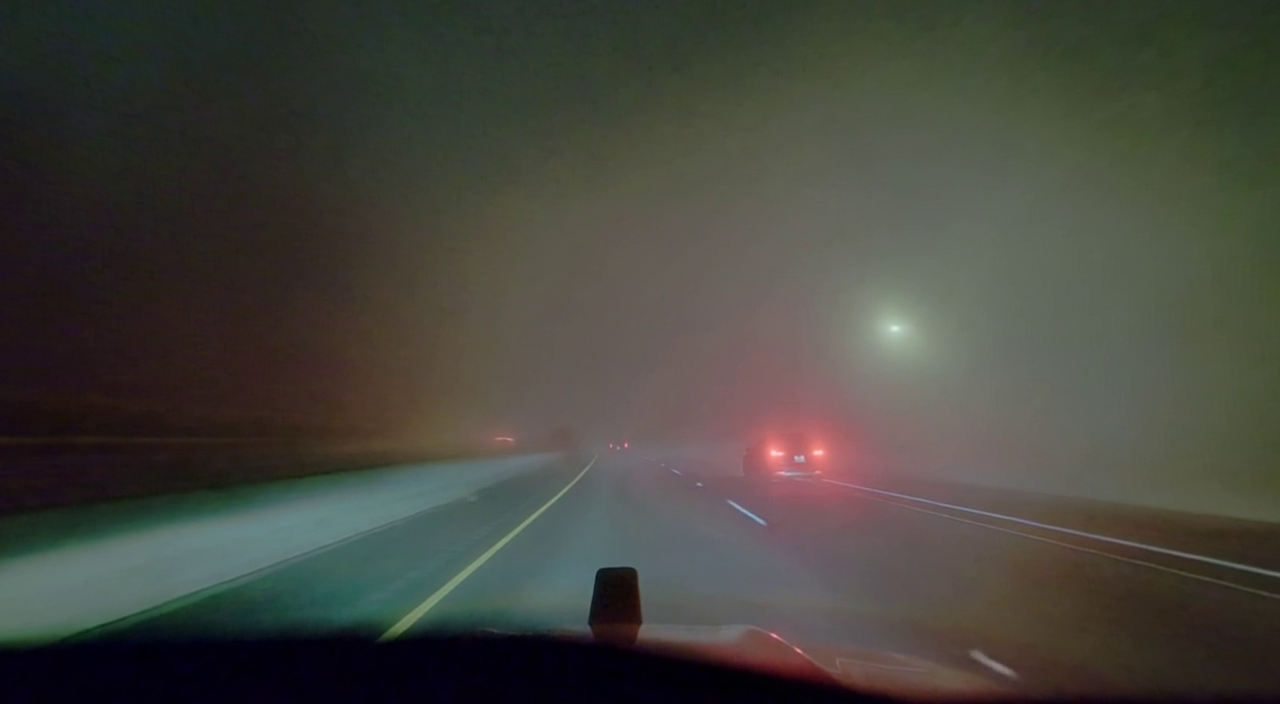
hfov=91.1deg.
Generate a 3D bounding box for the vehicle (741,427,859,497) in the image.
[{"bbox_3d":[3.787,2.658,15.594,1.852,1.513,3.652,0,-8,-2],"label":"vehicle"}]

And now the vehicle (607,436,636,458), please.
[{"bbox_3d":[-1.397,6.979,46.432,1.998,1.512,3.735,0,-8,-3],"label":"vehicle"}]
